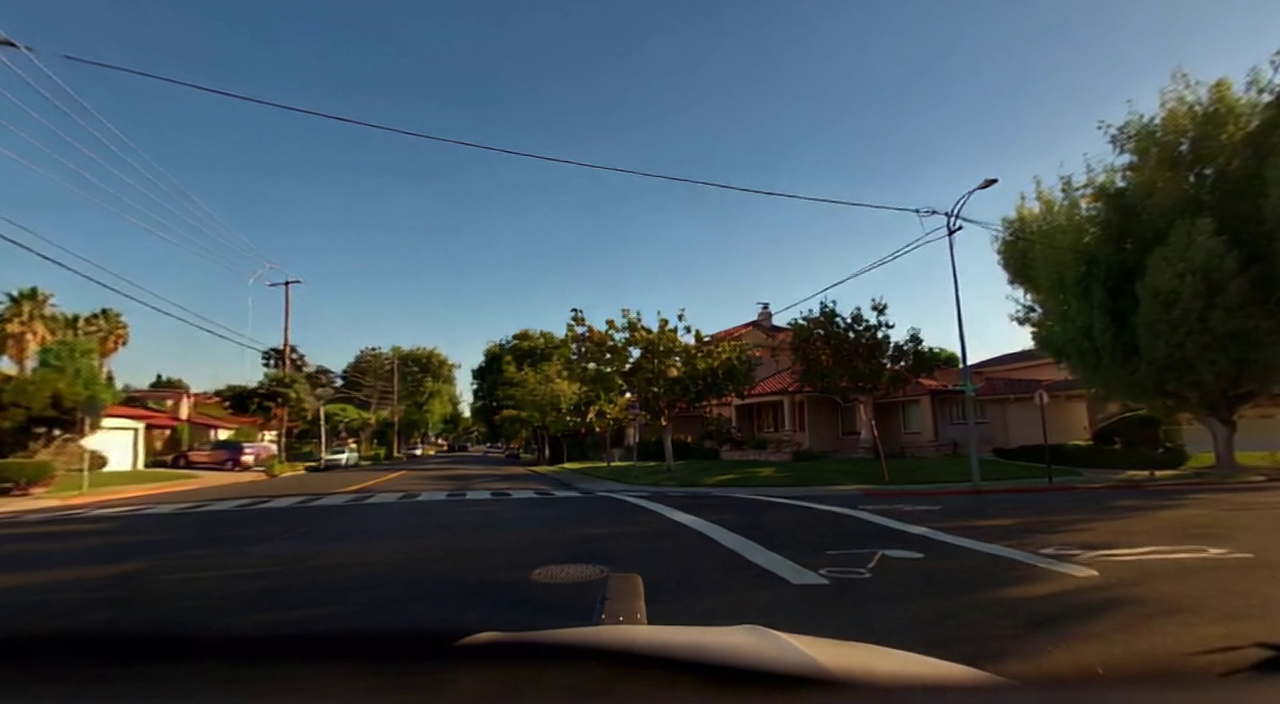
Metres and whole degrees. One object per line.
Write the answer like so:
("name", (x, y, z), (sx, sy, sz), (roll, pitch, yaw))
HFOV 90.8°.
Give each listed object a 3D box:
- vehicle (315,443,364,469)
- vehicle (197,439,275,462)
("vehicle", (-19.491, 6.727, 41.174), (2.036, 1.546, 4.705), (2, -9, -16))
("vehicle", (-29.361, 7.161, 46.045), (4.288, 1.656, 1.791), (2, -9, -12))
